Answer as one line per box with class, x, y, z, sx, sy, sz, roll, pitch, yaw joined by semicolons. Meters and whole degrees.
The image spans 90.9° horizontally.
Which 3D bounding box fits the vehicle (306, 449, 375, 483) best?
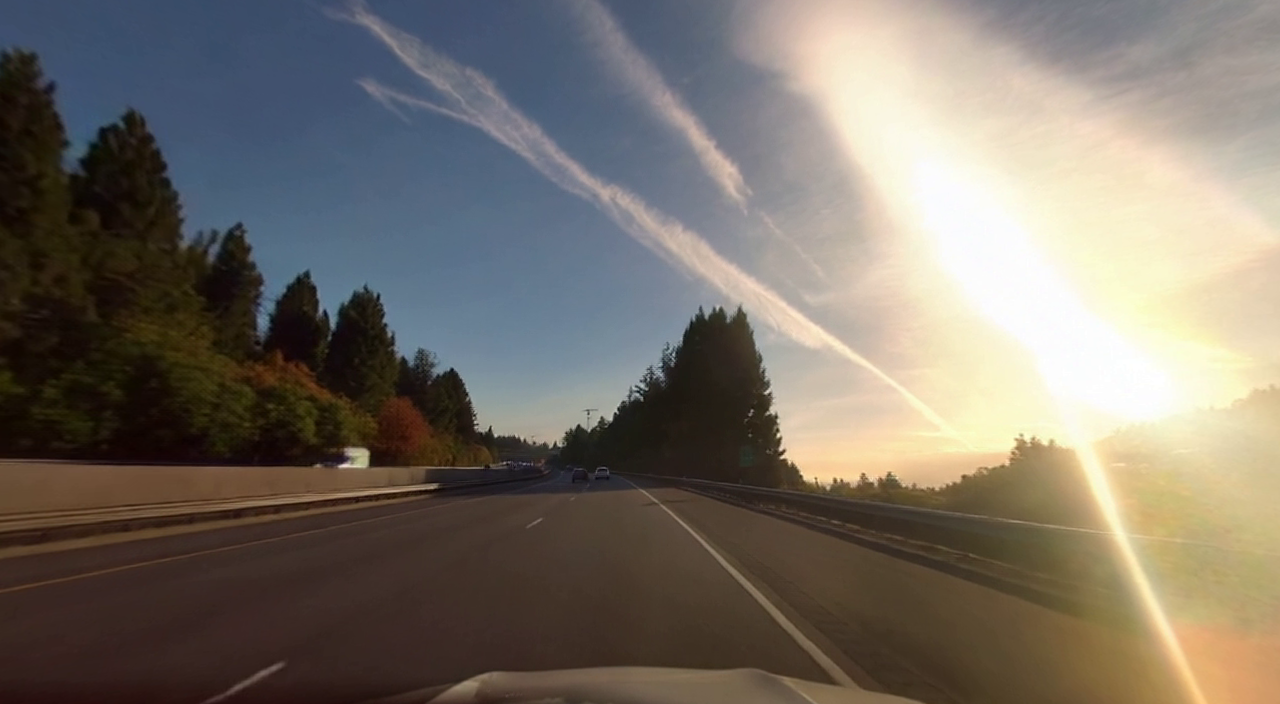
vehicle;-18.165;6.975;38.453;2.018;1.931;4.588;1;-11;-2
